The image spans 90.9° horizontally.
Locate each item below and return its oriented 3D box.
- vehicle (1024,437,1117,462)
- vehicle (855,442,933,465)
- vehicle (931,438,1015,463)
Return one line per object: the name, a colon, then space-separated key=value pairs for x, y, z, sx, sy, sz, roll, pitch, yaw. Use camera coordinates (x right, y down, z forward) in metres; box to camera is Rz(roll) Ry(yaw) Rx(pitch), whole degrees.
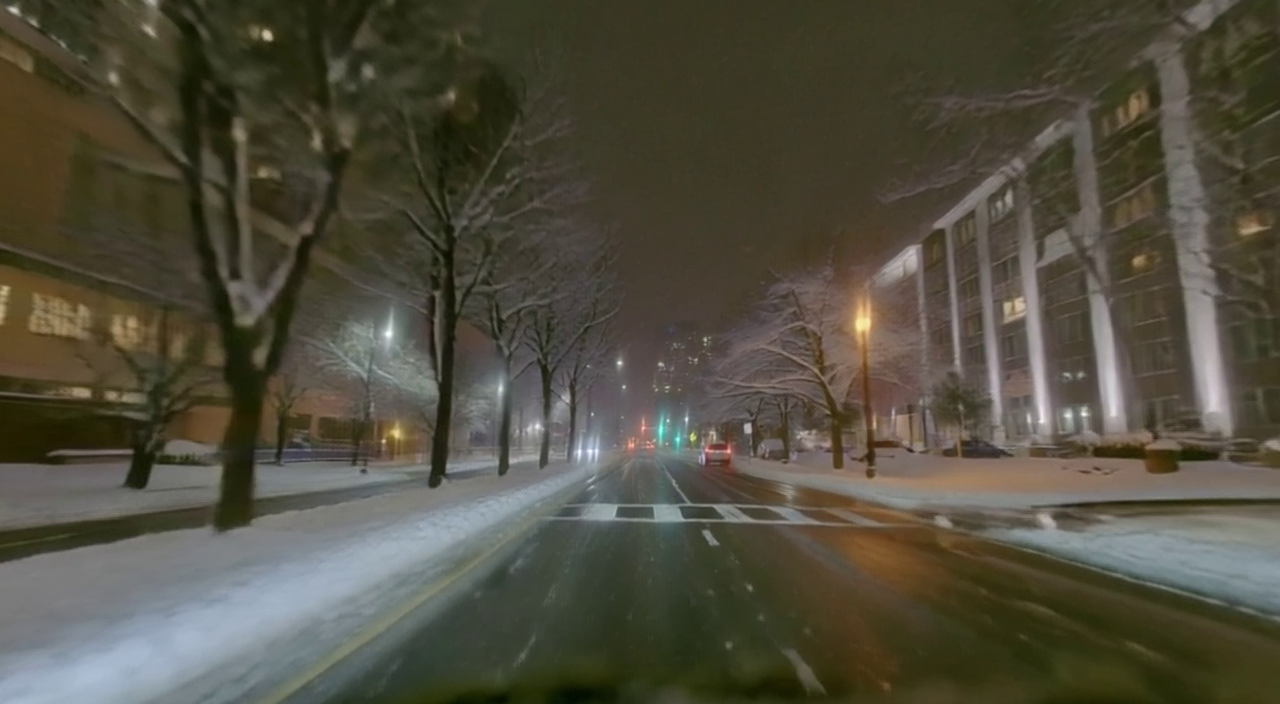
vehicle: x=27.519 y=6.214 z=40.361 sx=4.560 sy=1.444 sz=1.929 roll=-1 pitch=-8 yaw=-2
vehicle: x=16.389 y=6.550 z=40.789 sx=4.276 sy=1.397 sz=1.786 roll=0 pitch=-8 yaw=0
vehicle: x=21.316 y=6.289 z=40.473 sx=4.333 sy=1.491 sz=1.744 roll=-1 pitch=-7 yaw=1
